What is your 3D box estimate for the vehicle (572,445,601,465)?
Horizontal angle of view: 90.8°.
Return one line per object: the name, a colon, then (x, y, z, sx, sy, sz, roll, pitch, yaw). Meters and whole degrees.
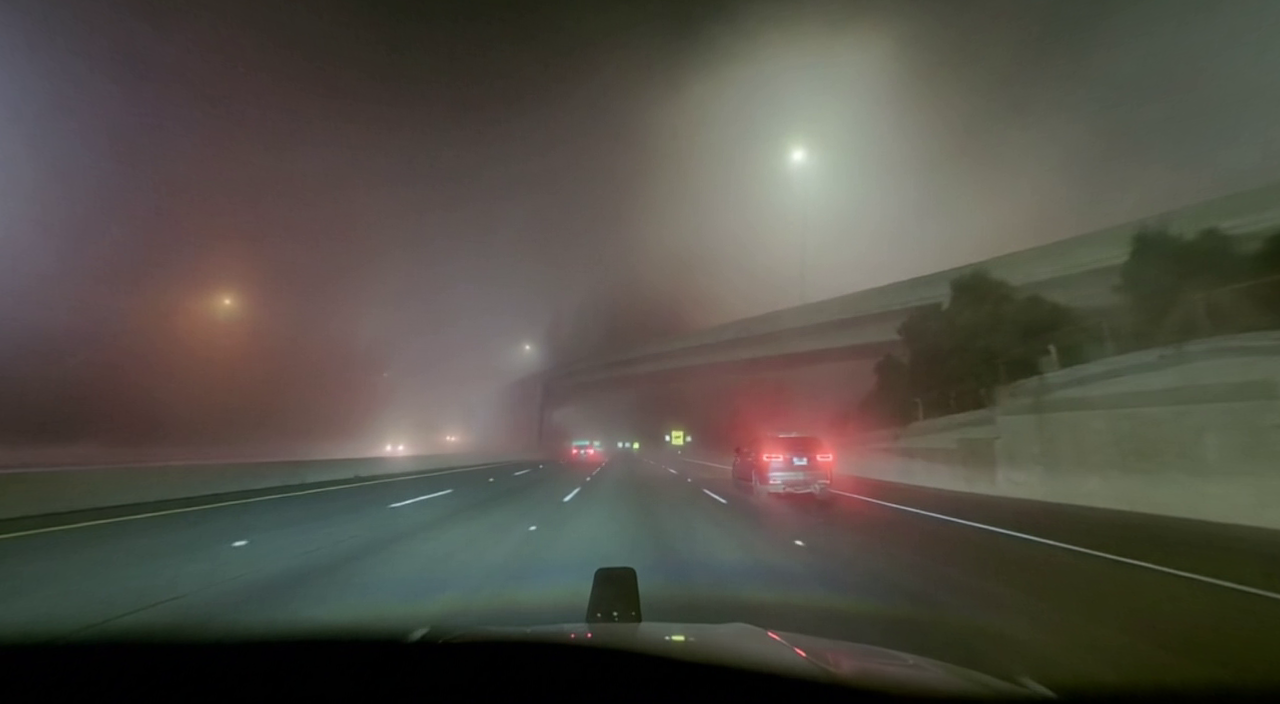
vehicle: (-4.152, 8.125, 49.983, 2.037, 1.514, 4.335, 0, -9, -1)
